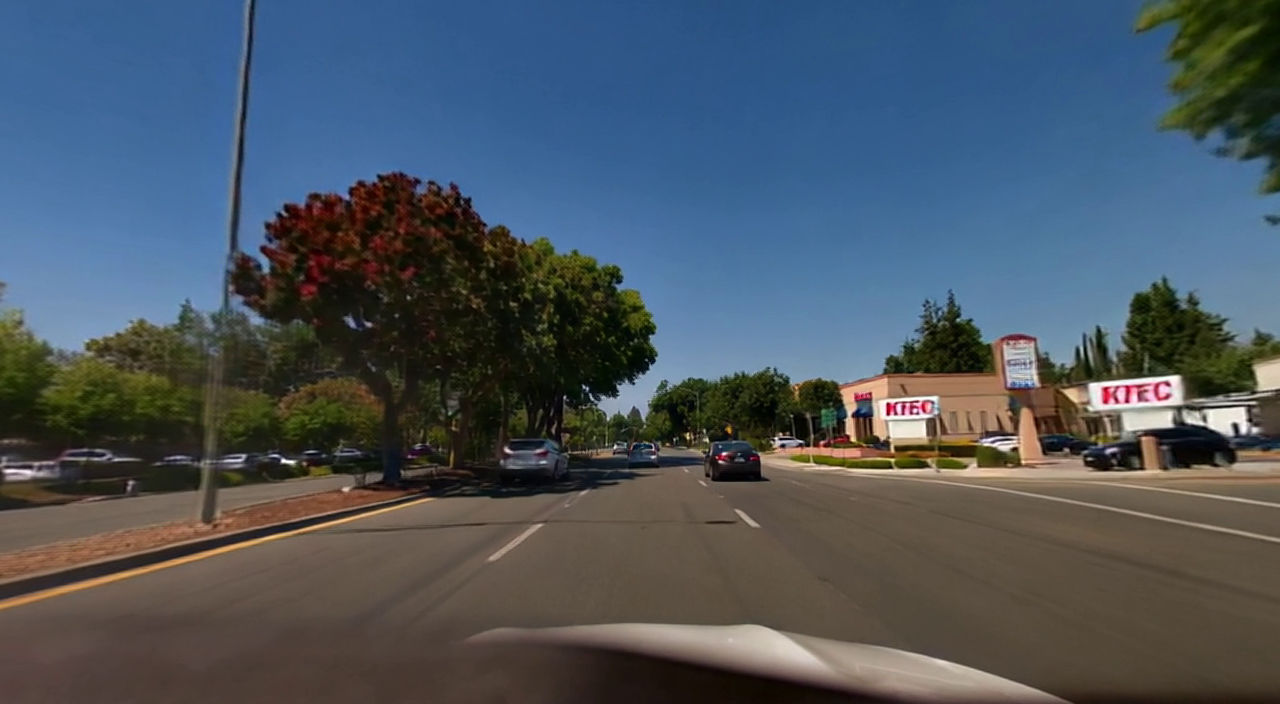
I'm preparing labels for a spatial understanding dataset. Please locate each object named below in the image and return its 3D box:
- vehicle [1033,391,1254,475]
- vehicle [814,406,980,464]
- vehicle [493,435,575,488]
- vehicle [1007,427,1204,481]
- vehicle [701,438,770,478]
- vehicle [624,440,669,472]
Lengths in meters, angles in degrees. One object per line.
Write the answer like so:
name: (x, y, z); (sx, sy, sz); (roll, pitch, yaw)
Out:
vehicle: (21.823, 3.674, 28.236); (2.928, 3.123, 8.236); (-1, -8, -1)
vehicle: (14.936, 4.928, 37.204); (8.343, 3.028, 3.002); (-2, -9, 3)
vehicle: (-3.486, 3.665, 21.538); (1.995, 1.607, 4.086); (-1, -8, 1)
vehicle: (14.887, 3.294, 20.478); (4.578, 1.620, 2.047); (-2, -8, 12)
vehicle: (3.728, 4.234, 25.497); (2.012, 1.462, 4.400); (0, -8, -1)
vehicle: (0.304, 5.127, 31.327); (2.059, 1.477, 4.216); (0, -8, 0)
